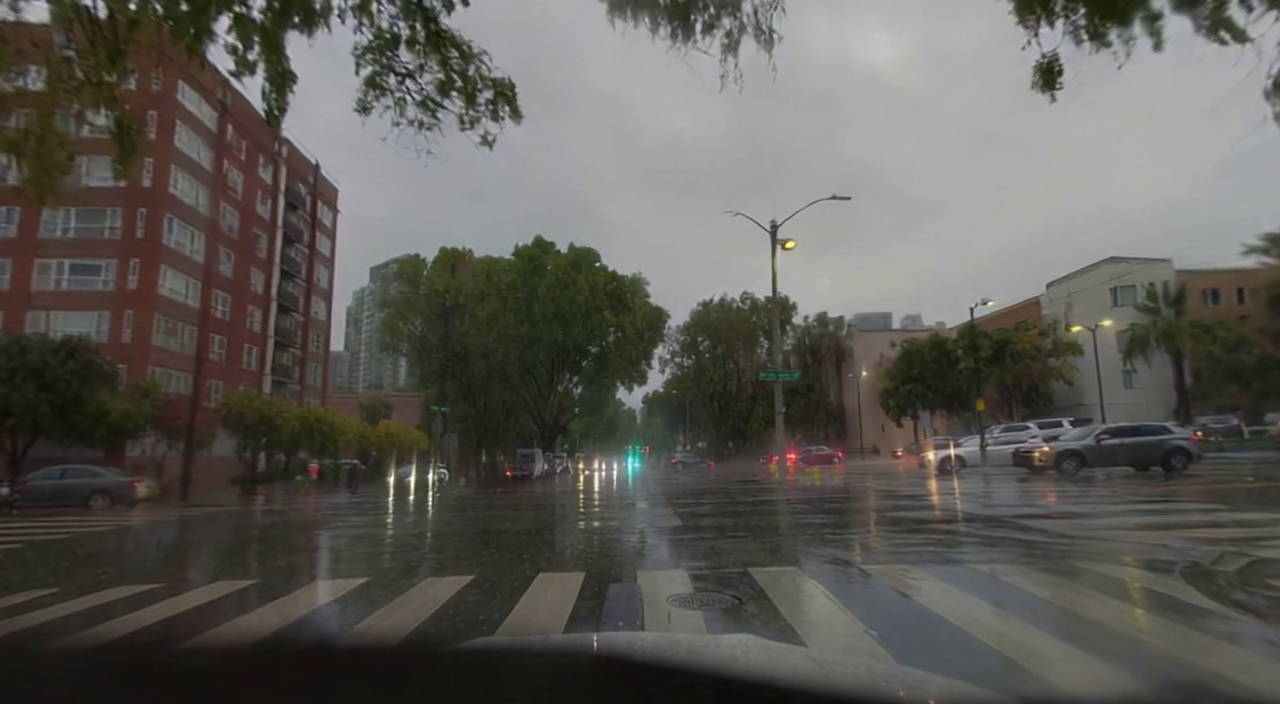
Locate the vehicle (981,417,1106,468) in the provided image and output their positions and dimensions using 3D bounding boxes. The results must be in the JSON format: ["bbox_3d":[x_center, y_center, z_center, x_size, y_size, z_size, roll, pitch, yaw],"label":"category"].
[{"bbox_3d":[16.728,3.860,26.555,2.041,1.921,4.574,0,-9,-2],"label":"vehicle"}]

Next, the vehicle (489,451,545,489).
[{"bbox_3d":[-7.641,7.358,39.773,2.193,1.814,5.061,-9,-8,0],"label":"vehicle"}]

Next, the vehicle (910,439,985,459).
[{"bbox_3d":[22.986,7.254,47.316,4.528,1.475,2.070,0,-8,3],"label":"vehicle"}]

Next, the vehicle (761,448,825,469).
[{"bbox_3d":[11.998,8.369,49.839,4.552,1.539,1.785,0,-9,-2],"label":"vehicle"}]

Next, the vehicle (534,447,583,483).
[{"bbox_3d":[-4.544,6.428,35.852,2.102,1.768,4.290,-3,-10,2],"label":"vehicle"}]

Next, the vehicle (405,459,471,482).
[{"bbox_3d":[-14.850,8.724,46.568,4.203,1.544,1.889,-1,-8,5],"label":"vehicle"}]

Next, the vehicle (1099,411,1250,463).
[{"bbox_3d":[22.289,3.607,26.706,2.137,1.962,4.988,-1,-8,3],"label":"vehicle"}]

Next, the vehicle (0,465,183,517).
[{"bbox_3d":[-17.328,4.327,19.892,4.439,1.448,1.793,0,-9,-1],"label":"vehicle"}]

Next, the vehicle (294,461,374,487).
[{"bbox_3d":[-22.661,9.044,46.948,4.844,1.836,2.117,-1,-8,5],"label":"vehicle"}]

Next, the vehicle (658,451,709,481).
[{"bbox_3d":[2.507,6.681,37.272,1.942,1.603,3.785,4,-9,-13],"label":"vehicle"}]
